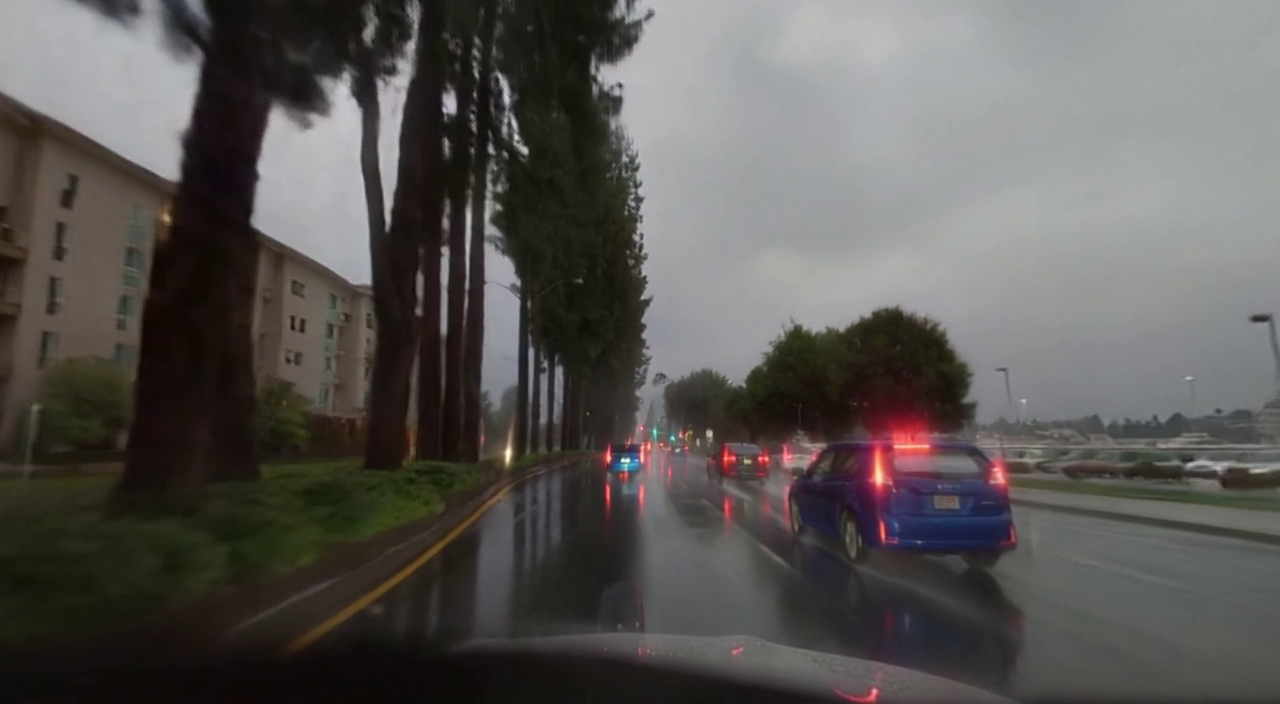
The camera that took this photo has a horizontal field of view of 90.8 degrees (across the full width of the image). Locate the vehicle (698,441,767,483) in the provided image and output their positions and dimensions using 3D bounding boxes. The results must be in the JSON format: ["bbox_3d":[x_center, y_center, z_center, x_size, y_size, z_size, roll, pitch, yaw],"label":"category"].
[{"bbox_3d":[3.422,4.180,24.233,1.908,1.453,4.230,0,-9,-1],"label":"vehicle"}]

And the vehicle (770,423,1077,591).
[{"bbox_3d":[2.979,1.695,7.695,1.852,1.498,3.825,0,-9,-2],"label":"vehicle"}]

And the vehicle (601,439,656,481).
[{"bbox_3d":[-0.421,4.187,24.727,1.994,1.479,3.647,0,-9,-1],"label":"vehicle"}]
